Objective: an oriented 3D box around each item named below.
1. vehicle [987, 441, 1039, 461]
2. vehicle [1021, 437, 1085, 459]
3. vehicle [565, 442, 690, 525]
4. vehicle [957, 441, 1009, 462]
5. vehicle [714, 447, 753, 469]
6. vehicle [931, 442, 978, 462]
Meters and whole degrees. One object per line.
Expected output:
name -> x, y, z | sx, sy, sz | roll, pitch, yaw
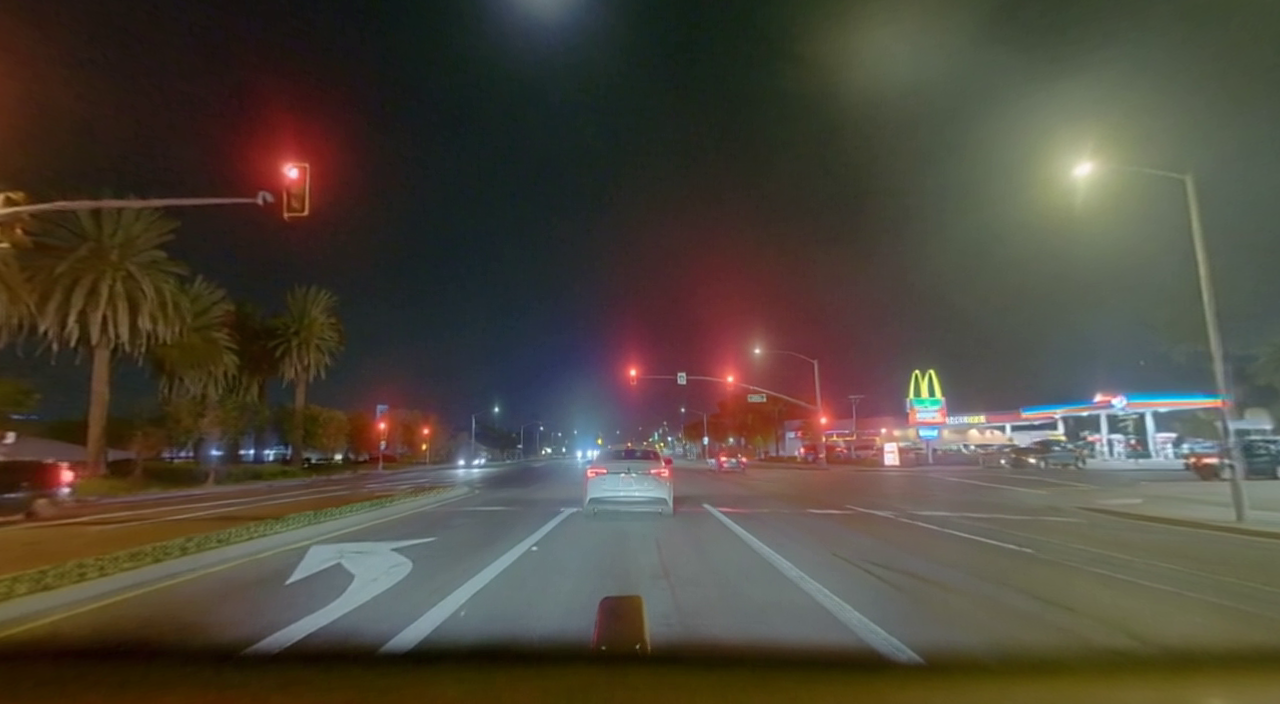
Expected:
vehicle -> 29.035, 7.708, 49.269 | 1.848, 1.467, 3.941 | -1, -8, 4
vehicle -> 32.028, 7.433, 49.146 | 1.903, 1.630, 4.320 | 0, -8, -1
vehicle -> -0.216, 2.728, 13.807 | 2.270, 1.475, 4.571 | 0, -8, 0
vehicle -> 26.568, 7.722, 49.044 | 1.923, 1.501, 3.849 | -1, -8, 2
vehicle -> 6.650, 7.612, 45.480 | 2.017, 1.491, 4.420 | 0, -8, -2
vehicle -> 24.488, 7.787, 49.285 | 1.738, 1.462, 3.609 | 0, -8, 0
